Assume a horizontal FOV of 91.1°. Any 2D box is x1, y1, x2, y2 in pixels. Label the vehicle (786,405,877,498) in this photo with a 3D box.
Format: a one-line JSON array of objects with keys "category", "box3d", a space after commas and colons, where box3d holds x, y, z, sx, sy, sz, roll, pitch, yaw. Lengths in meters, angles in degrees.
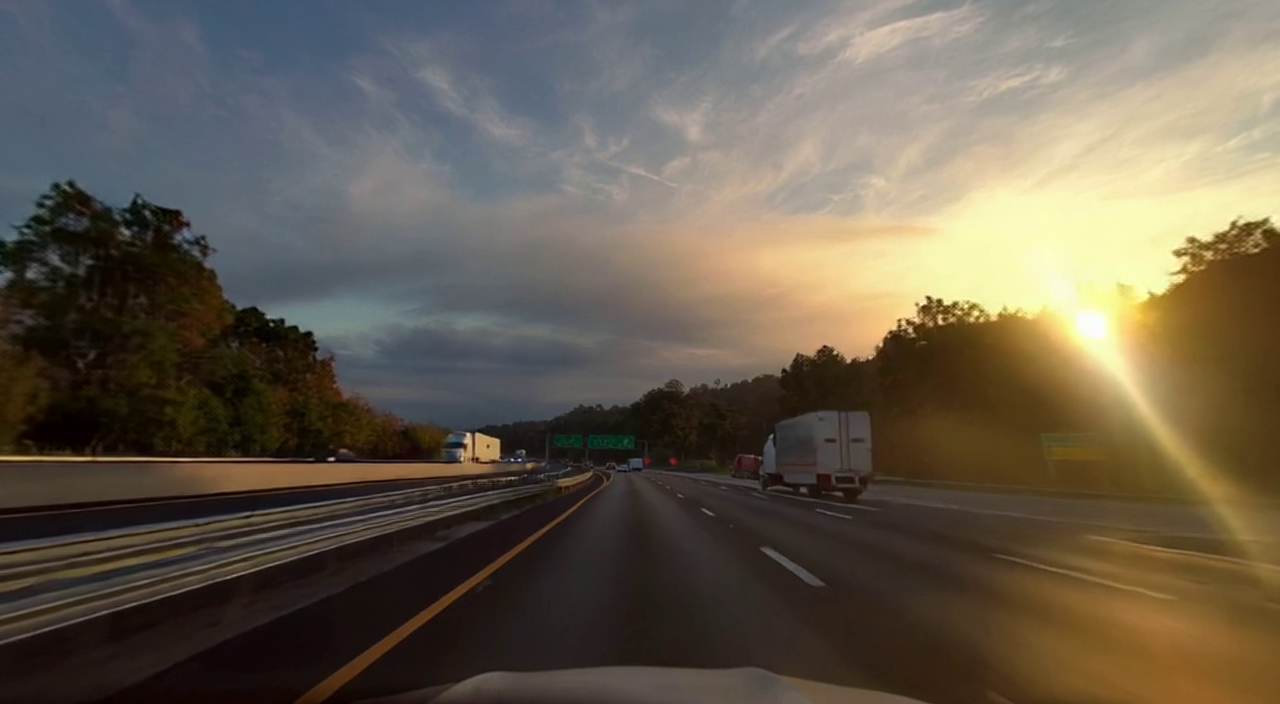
[{"category": "vehicle", "box3d": [8.159, 4.370, 27.432, 2.282, 3.633, 4.740, 1, -10, -2]}]
